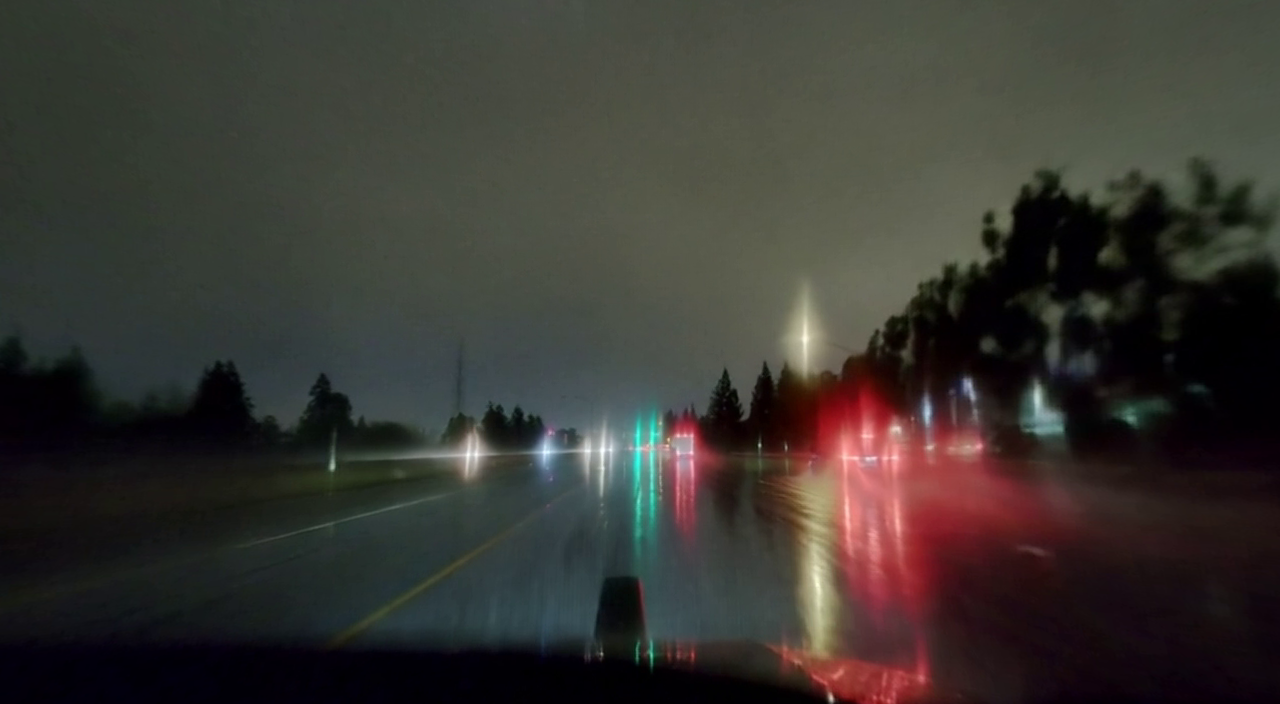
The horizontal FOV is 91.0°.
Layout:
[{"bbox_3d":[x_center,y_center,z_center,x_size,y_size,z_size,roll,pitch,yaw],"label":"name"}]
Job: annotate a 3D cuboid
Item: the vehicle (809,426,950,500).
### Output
[{"bbox_3d":[6.456,3.050,17.679,2.096,1.767,4.601,0,-9,0],"label":"vehicle"}]
